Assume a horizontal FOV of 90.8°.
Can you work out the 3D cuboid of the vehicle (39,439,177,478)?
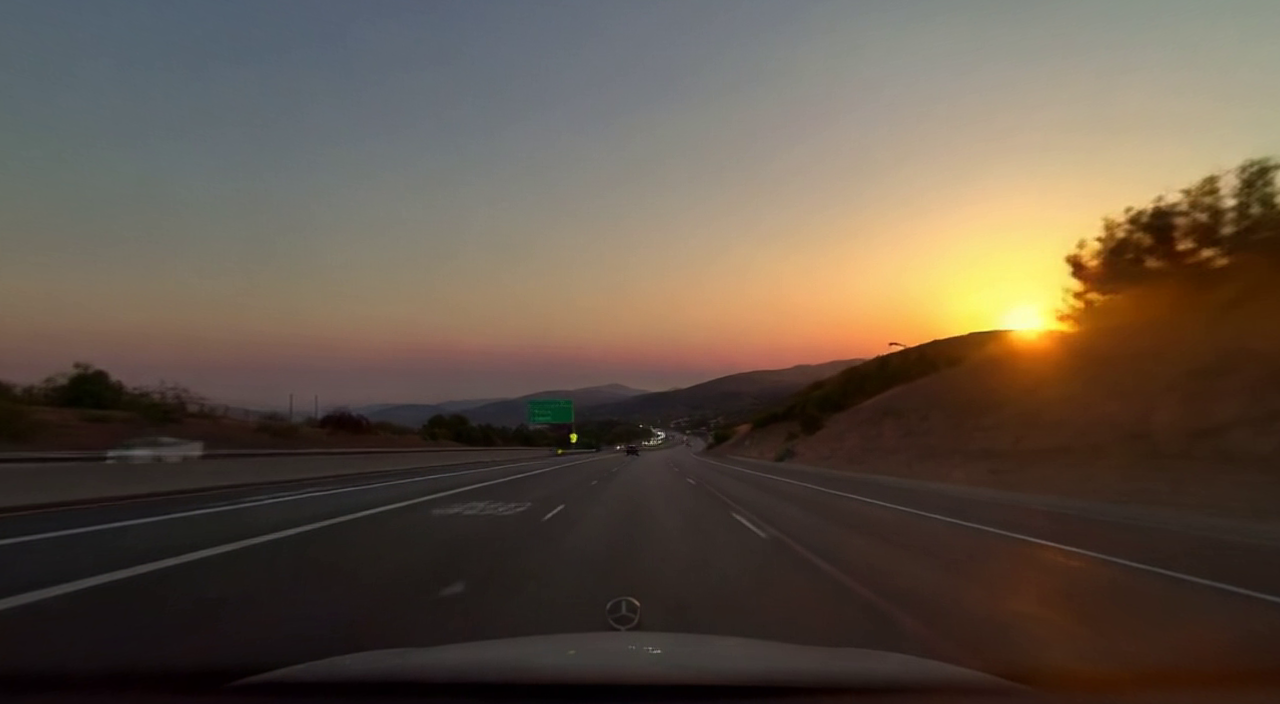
[{"bbox_3d":[-24.354,4.871,29.222,2.041,1.643,4.897,0,-8,1],"label":"vehicle"}]
